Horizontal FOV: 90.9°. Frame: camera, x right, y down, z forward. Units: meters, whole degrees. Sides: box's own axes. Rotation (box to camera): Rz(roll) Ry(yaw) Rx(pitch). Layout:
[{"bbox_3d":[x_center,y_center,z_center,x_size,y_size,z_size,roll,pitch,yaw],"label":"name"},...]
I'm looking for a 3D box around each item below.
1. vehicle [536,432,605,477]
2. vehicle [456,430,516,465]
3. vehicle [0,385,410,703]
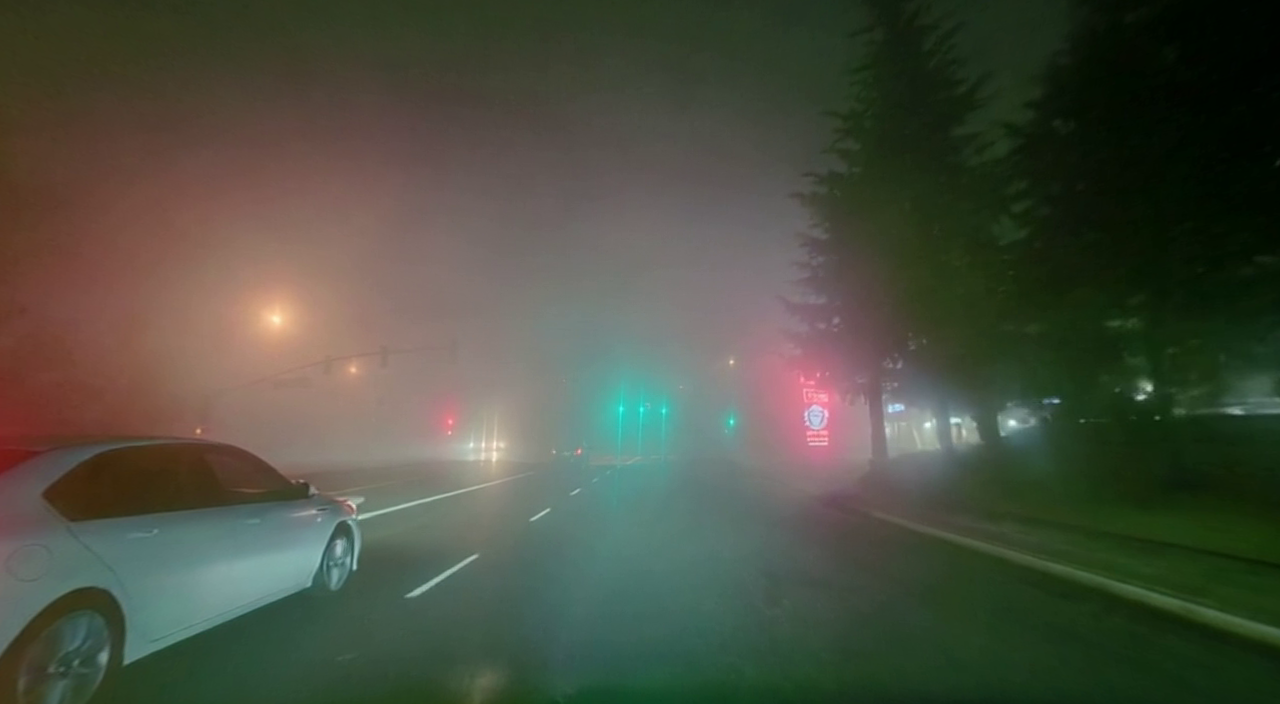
[{"bbox_3d":[-2.776,4.243,26.198,2.109,1.692,4.220,-1,-8,4],"label":"vehicle"},{"bbox_3d":[-8.839,5.553,36.625,2.030,1.906,4.661,0,-8,3],"label":"vehicle"},{"bbox_3d":[-3.197,1.086,3.678,2.018,1.477,4.401,0,-8,0],"label":"vehicle"}]
